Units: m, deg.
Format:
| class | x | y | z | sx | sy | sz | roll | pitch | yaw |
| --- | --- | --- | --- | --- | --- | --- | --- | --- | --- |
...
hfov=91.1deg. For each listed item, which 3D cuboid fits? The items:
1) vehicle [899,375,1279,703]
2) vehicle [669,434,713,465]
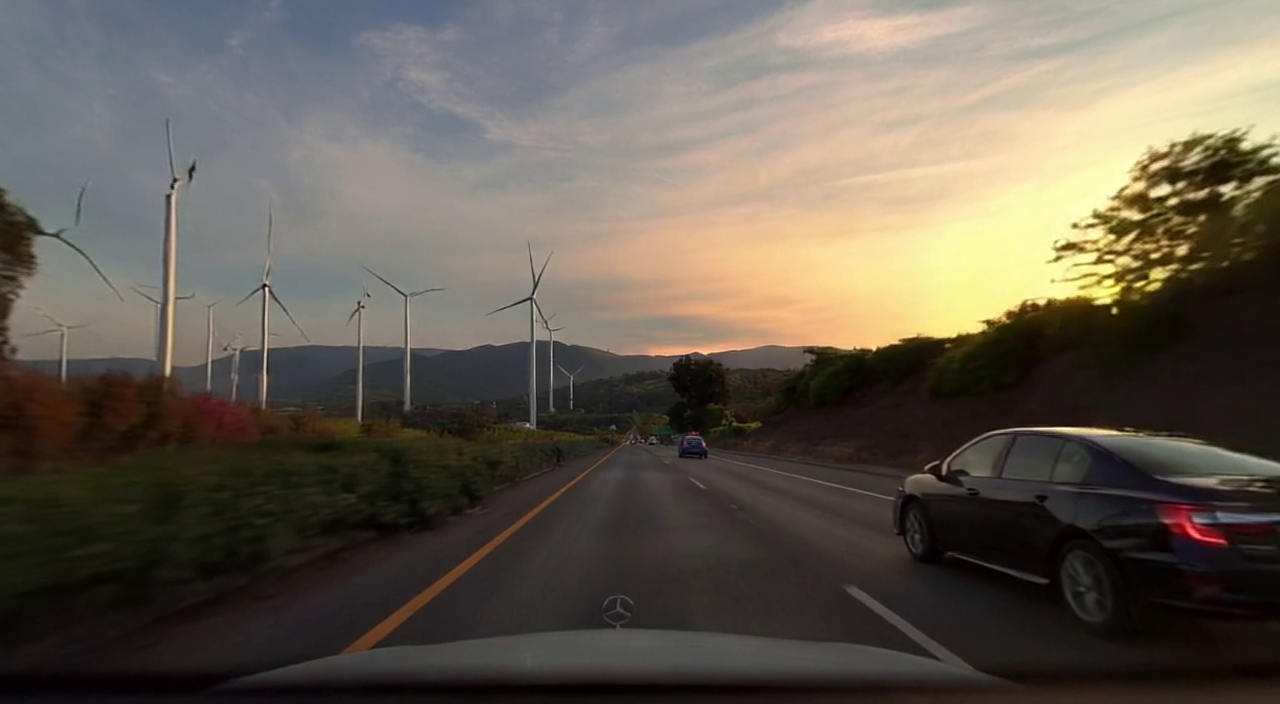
| class | x | y | z | sx | sy | sz | roll | pitch | yaw |
| --- | --- | --- | --- | --- | --- | --- | --- | --- | --- |
| vehicle | 3.696 | 1.117 | 4.161 | 2.038 | 1.624 | 4.312 | 0 | -8 | -1 |
| vehicle | 2.893 | 5.632 | 36.630 | 2.066 | 1.661 | 4.500 | 0 | -8 | -2 |
